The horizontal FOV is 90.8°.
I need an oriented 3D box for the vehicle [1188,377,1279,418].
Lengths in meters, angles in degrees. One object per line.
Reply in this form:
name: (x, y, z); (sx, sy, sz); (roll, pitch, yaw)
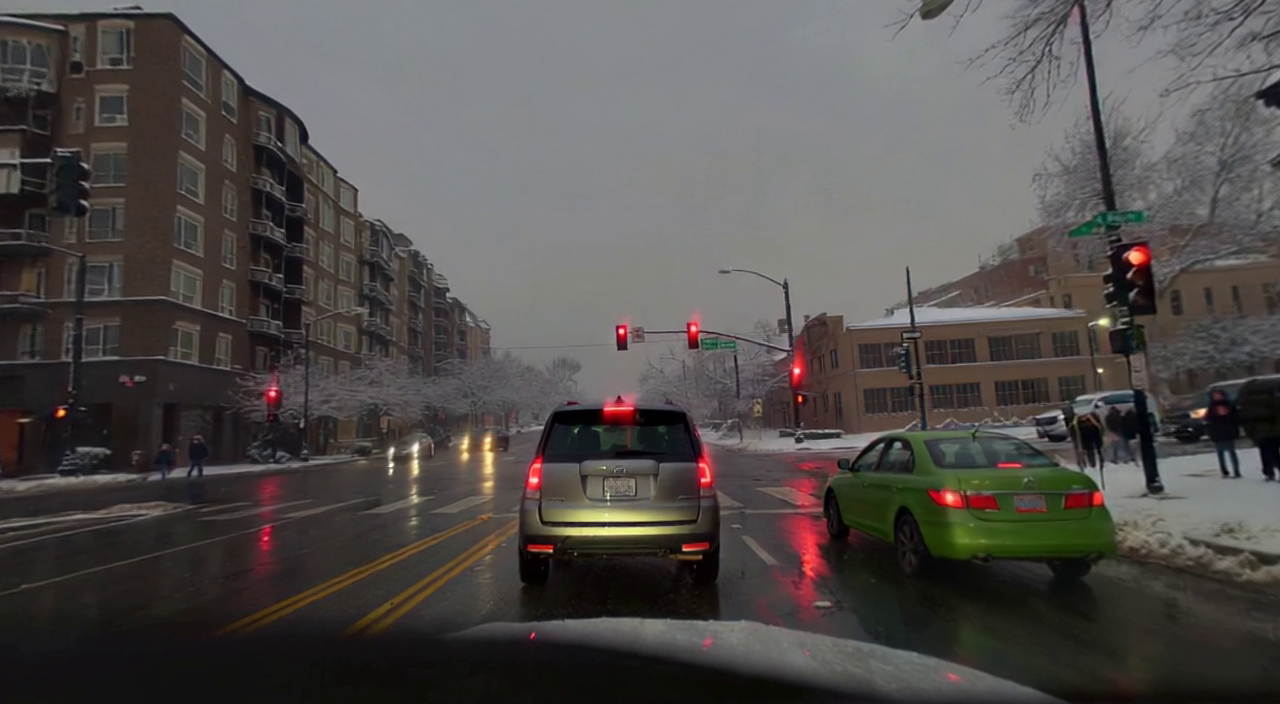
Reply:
vehicle: (26.590, 1.978, 27.170); (4.287, 1.639, 1.729); (0, -8, 1)

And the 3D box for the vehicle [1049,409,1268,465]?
vehicle: (14.267, 2.378, 17.605); (4.354, 1.466, 1.863); (-1, -8, 2)

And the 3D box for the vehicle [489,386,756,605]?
vehicle: (-0.134, 1.480, 7.305); (2.168, 1.776, 4.135); (0, -8, 0)

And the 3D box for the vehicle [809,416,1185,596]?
vehicle: (3.688, 1.662, 7.755); (1.987, 1.538, 4.510); (0, -8, 0)
